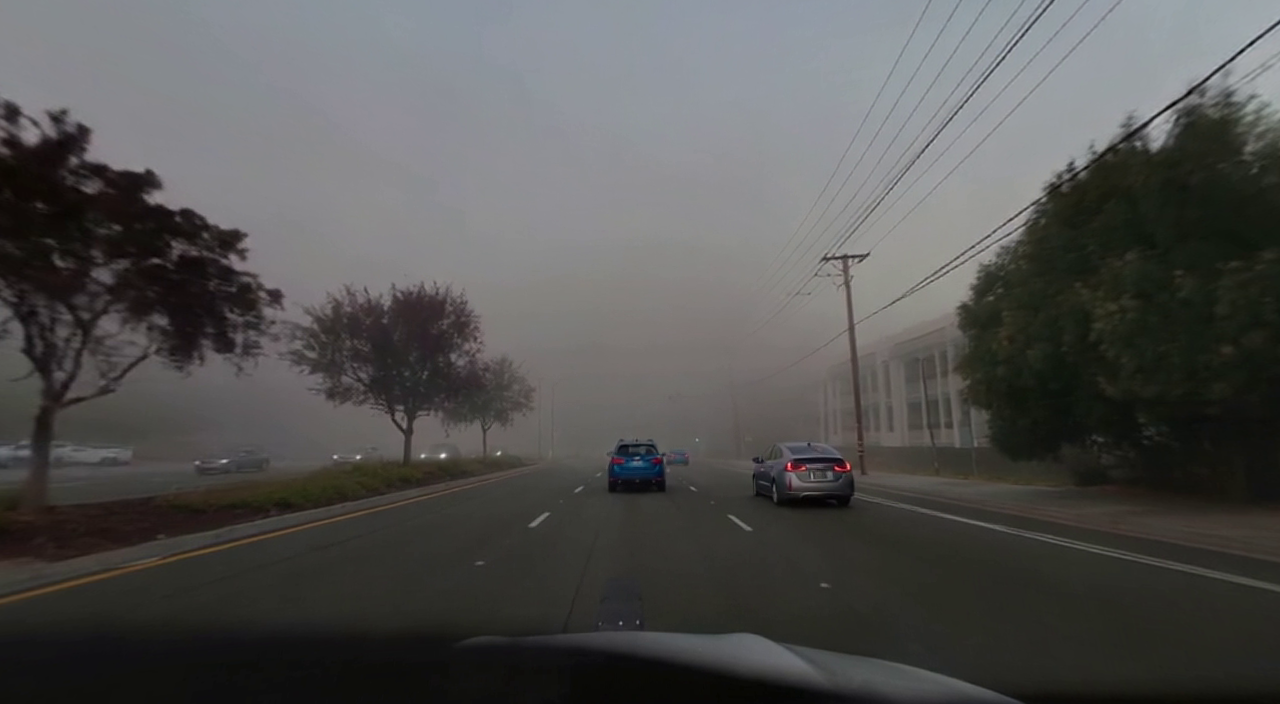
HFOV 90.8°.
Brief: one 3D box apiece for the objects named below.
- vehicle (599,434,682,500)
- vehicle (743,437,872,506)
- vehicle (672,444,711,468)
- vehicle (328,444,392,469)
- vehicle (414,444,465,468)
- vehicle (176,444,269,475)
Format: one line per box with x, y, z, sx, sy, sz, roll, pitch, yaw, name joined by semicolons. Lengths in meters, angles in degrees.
-0.027;3.174;17.804;2.073;1.606;3.933;0;-9;-1;vehicle
4.140;3.023;16.467;2.086;1.534;4.351;0;-9;-1;vehicle
3.255;6.724;41.042;2.054;1.461;4.321;0;-9;-1;vehicle
-17.406;6.498;39.506;1.873;1.459;4.447;0;-9;1;vehicle
-13.776;7.159;43.638;1.981;1.572;4.575;0;-9;0;vehicle
-21.607;5.552;32.924;1.821;1.485;4.393;0;-9;0;vehicle
